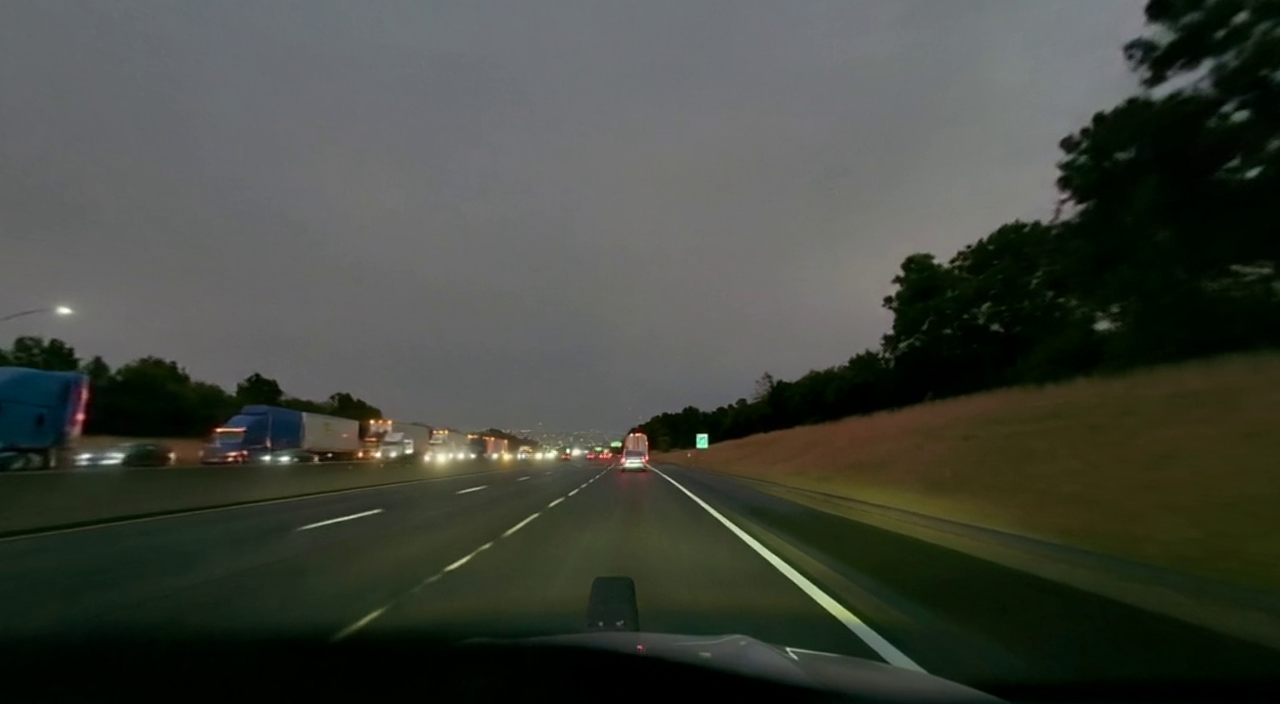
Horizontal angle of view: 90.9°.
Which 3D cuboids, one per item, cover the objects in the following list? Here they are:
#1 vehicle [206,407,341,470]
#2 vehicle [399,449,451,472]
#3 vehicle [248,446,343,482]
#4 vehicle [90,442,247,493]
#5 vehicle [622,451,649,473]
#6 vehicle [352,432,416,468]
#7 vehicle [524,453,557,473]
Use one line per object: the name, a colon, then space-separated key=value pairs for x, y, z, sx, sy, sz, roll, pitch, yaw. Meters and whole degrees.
vehicle: x=-23.977 y=5.872 z=42.184 sx=2.893 sy=3.701 sz=10.393 roll=0 pitch=-9 yaw=-1
vehicle: x=-14.832 y=7.483 z=43.716 sx=1.935 sy=1.486 sz=4.694 roll=0 pitch=-9 yaw=0
vehicle: x=-14.853 y=4.825 z=27.458 sx=1.837 sy=1.427 sz=4.020 roll=0 pitch=-9 yaw=0
vehicle: x=-14.723 y=3.611 z=20.023 sx=1.851 sy=1.438 sz=4.071 roll=0 pitch=-9 yaw=0
vehicle: x=-0.330 y=8.493 z=48.851 sx=2.009 sy=1.657 sz=3.962 roll=0 pitch=-9 yaw=-1
vehicle: x=-19.536 y=7.567 z=48.541 sx=2.379 sy=2.537 sz=6.065 roll=0 pitch=-9 yaw=0
vehicle: x=-7.656 y=8.566 z=48.956 sx=1.895 sy=1.446 sz=4.456 roll=0 pitch=-9 yaw=0
